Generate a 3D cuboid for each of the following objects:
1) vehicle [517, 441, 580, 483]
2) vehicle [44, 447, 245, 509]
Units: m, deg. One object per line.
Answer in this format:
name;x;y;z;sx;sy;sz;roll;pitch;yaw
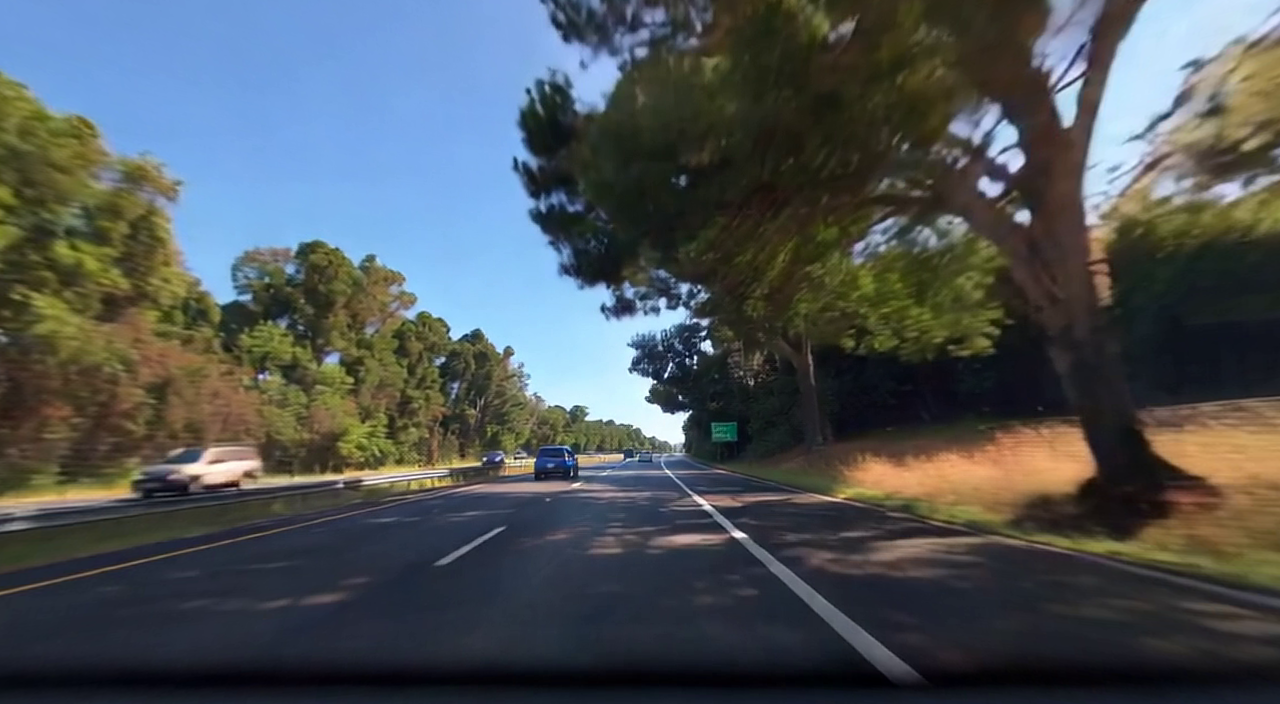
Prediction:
vehicle;-4.004;4.902;28.493;2.110;1.727;4.607;0;-9;1
vehicle;-13.171;3.331;17.200;1.954;1.462;4.239;0;-9;1
